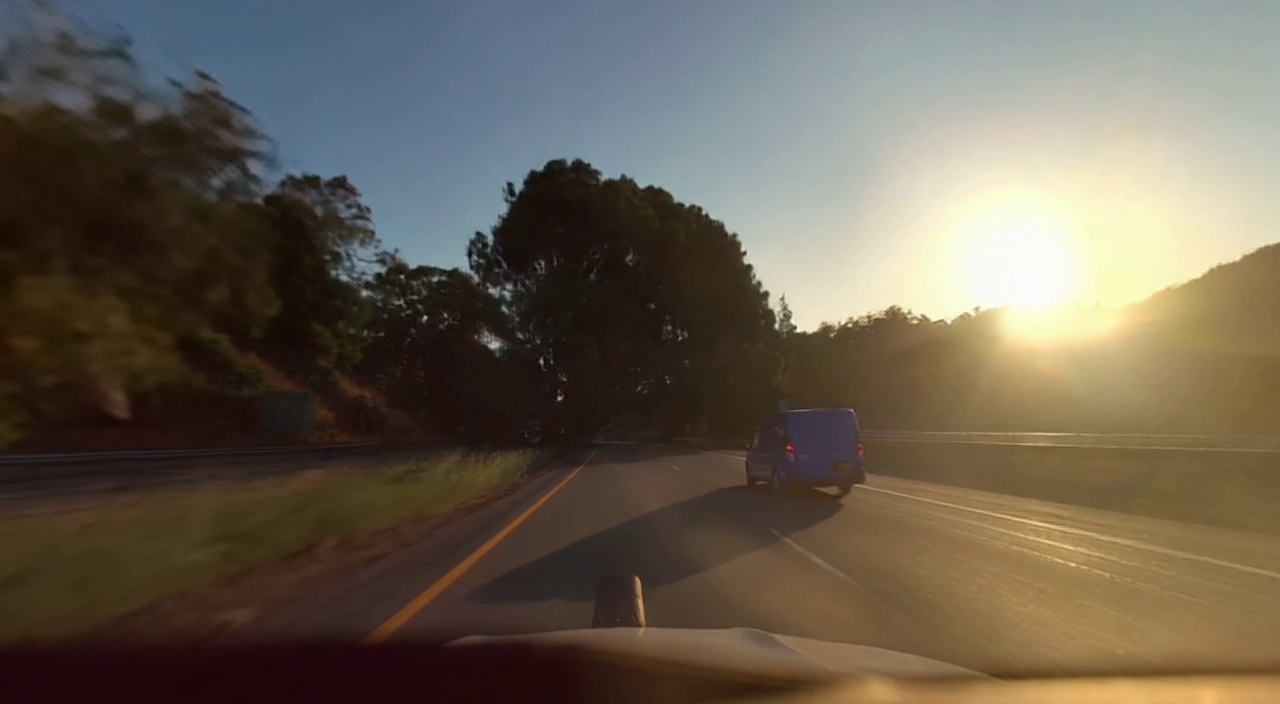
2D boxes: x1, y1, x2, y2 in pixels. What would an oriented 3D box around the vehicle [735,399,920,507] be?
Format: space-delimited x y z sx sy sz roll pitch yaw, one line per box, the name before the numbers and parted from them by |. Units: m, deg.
vehicle | 3.500 1.992 12.901 2.240 1.801 4.545 0 -8 -2
